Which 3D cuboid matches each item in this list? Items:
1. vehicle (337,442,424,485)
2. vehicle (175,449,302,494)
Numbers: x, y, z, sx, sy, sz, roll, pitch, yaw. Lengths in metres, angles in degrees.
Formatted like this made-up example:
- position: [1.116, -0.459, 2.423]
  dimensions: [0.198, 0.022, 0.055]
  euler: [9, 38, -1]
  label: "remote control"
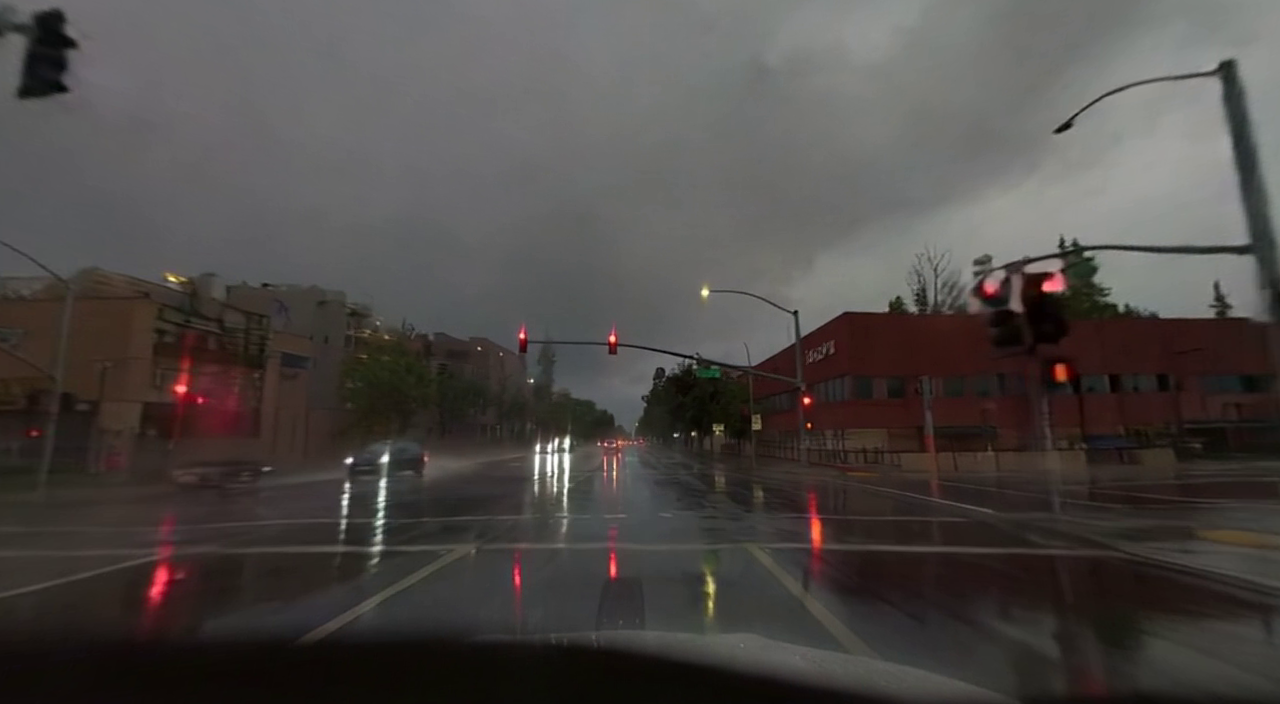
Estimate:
- position: [-11.038, 4.746, 27.241]
  dimensions: [1.893, 1.654, 4.127]
  euler: [-1, -9, 2]
  label: "vehicle"
- position: [-14.739, 4.365, 23.515]
  dimensions: [1.847, 1.453, 4.286]
  euler: [0, -9, 1]
  label: "vehicle"
